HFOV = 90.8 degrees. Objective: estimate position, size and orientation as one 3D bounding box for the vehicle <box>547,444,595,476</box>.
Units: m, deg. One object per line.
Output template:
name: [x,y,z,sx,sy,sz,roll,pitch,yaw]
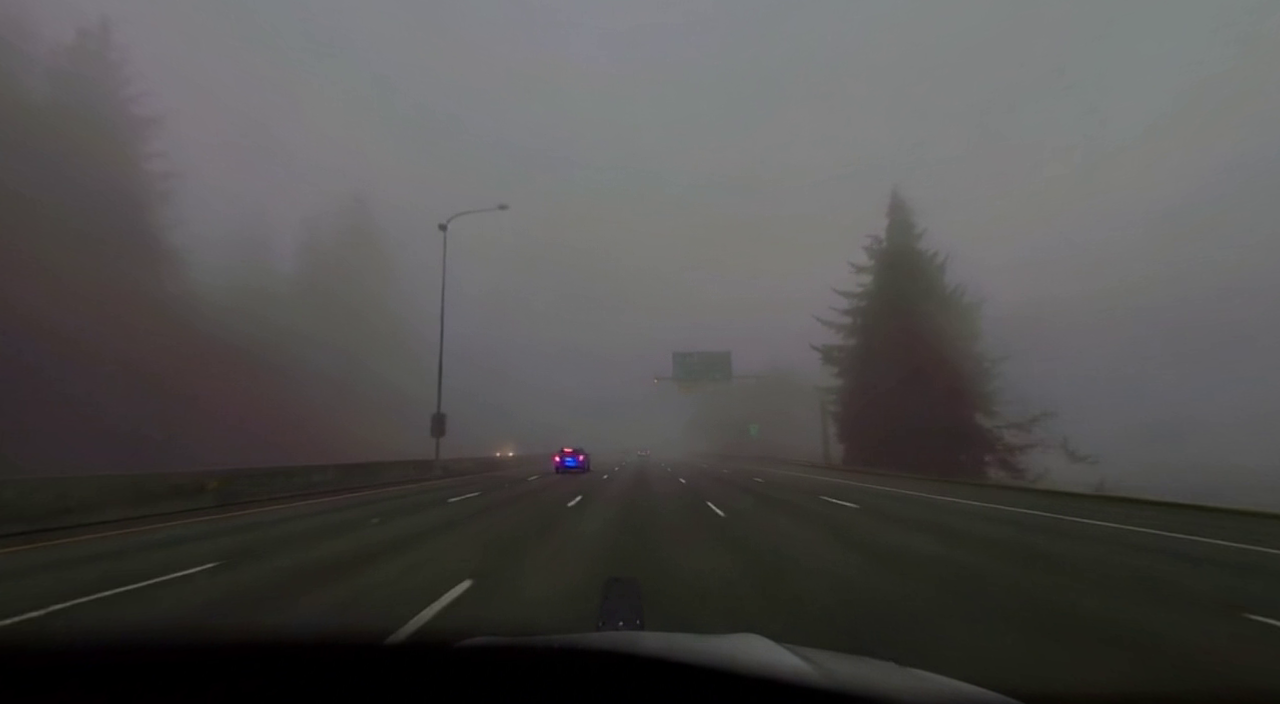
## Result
vehicle: [-3.521,5.642,33.063,1.979,1.521,4.147,0,-9,1]
